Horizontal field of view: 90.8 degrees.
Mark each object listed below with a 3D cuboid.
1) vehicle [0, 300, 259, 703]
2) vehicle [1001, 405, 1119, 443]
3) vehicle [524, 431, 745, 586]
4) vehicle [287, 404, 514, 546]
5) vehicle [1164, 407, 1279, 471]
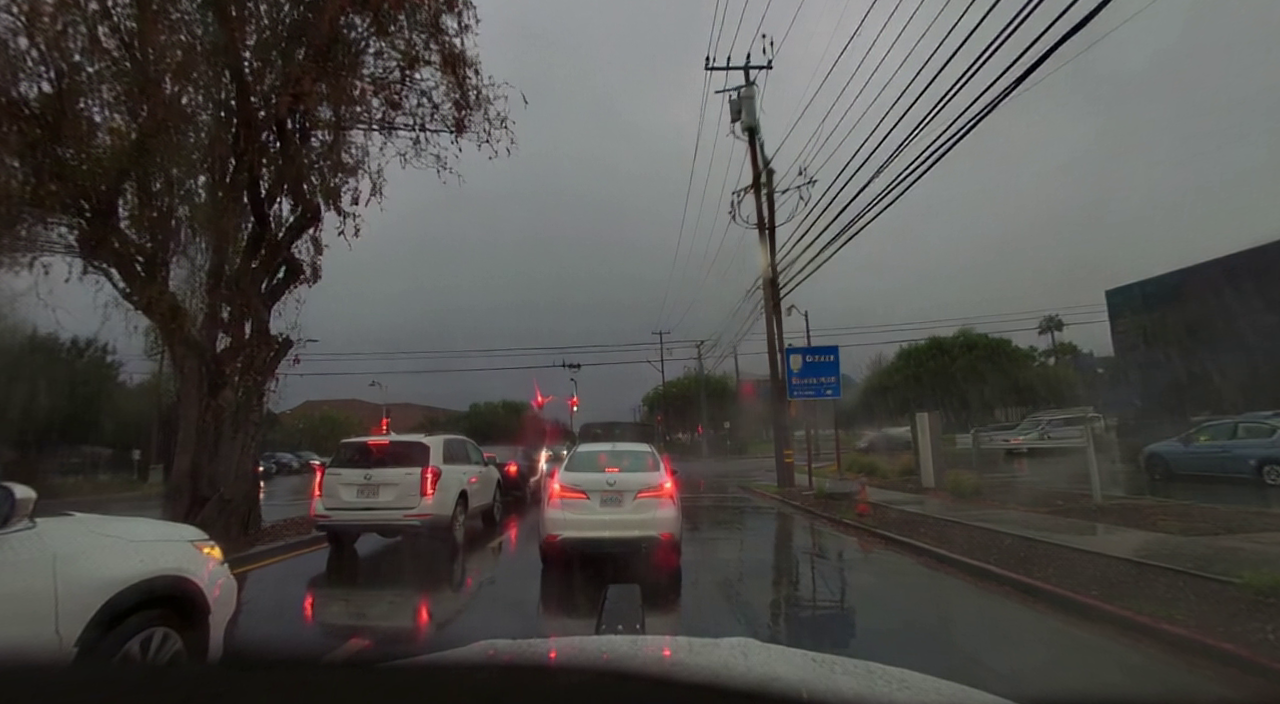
[{"bbox_3d":[-3.592,0.632,1.535,2.085,1.943,5.053,0,-8,1],"label":"vehicle"},{"bbox_3d":[26.818,4.642,40.514,5.782,2.286,2.223,-1,-9,5],"label":"vehicle"},{"bbox_3d":[-0.098,1.804,8.144,2.121,1.474,3.968,0,-8,-1],"label":"vehicle"},{"bbox_3d":[-3.849,2.089,11.372,2.147,1.963,4.927,0,-8,0],"label":"vehicle"},{"bbox_3d":[17.019,2.545,18.283,1.858,1.622,4.491,-5,-10,28],"label":"vehicle"}]
